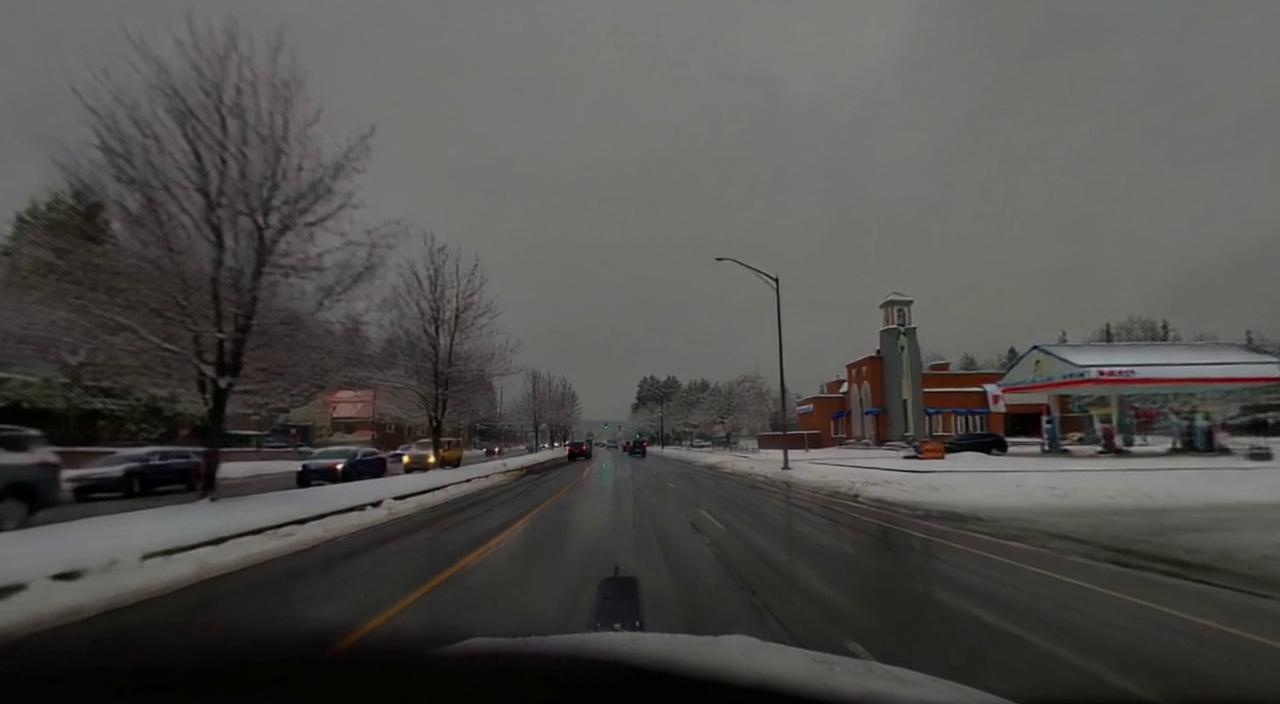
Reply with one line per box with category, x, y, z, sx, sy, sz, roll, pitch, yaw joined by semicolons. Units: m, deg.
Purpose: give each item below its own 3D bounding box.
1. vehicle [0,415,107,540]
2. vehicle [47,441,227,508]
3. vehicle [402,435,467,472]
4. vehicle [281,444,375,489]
vehicle;-11.064;1.928;9.290;2.206;1.922;4.968;-3;-8;-1
vehicle;-14.909;3.625;19.128;2.086;1.702;4.206;-2;-9;-2
vehicle;-11.885;5.891;36.931;2.229;1.957;5.057;0;-8;-2
vehicle;-11.351;4.160;23.246;1.771;1.508;3.453;0;-8;-2
